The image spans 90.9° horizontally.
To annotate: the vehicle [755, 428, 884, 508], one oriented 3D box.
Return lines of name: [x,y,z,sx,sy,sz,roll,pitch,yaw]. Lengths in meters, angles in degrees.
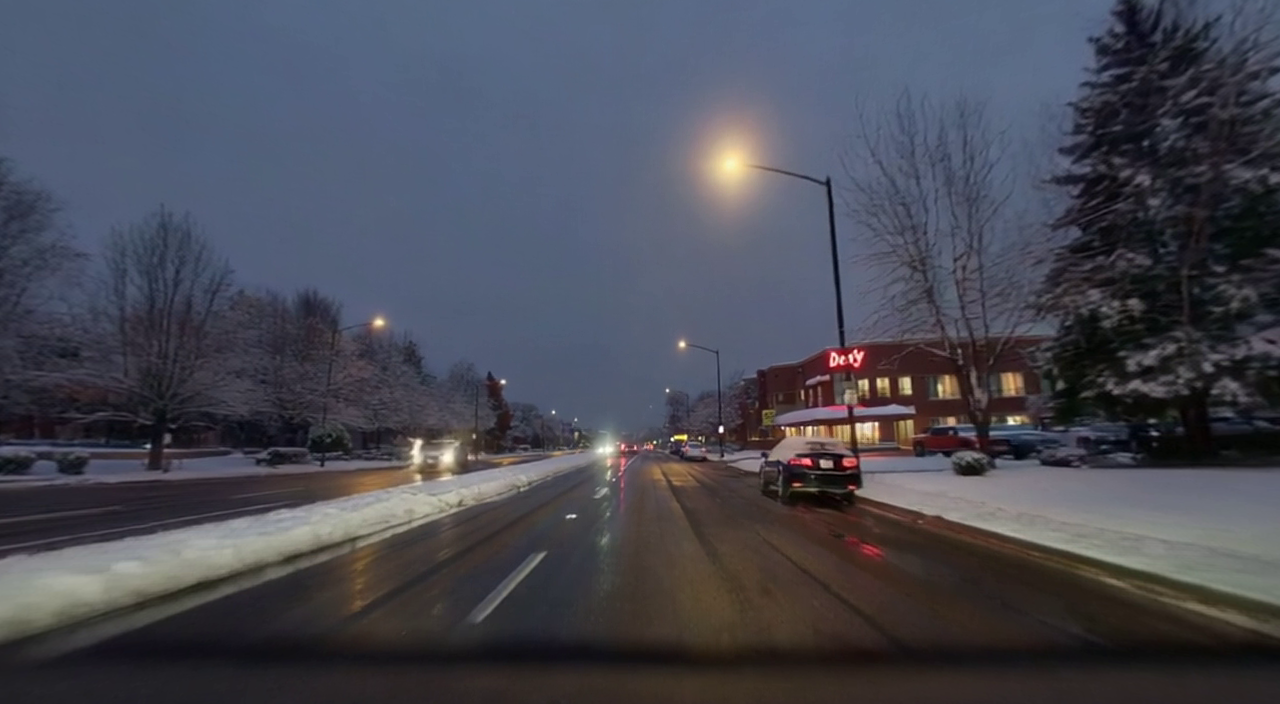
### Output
vehicle: [4.435,2.933,16.438,2.067,1.755,4.616,0,-8,1]

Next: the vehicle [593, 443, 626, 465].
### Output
vehicle: [-2.235,7.626,47.429,2.176,1.543,4.335,0,-8,1]

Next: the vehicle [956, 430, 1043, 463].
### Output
vehicle: [17.752,4.696,31.374,1.953,1.488,4.129,0,-8,1]

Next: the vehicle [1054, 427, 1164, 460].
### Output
vehicle: [23.054,4.552,31.261,1.940,1.510,4.595,0,-8,0]

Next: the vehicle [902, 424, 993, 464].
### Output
vehicle: [14.973,4.544,31.081,2.202,1.822,4.978,-1,-8,3]
